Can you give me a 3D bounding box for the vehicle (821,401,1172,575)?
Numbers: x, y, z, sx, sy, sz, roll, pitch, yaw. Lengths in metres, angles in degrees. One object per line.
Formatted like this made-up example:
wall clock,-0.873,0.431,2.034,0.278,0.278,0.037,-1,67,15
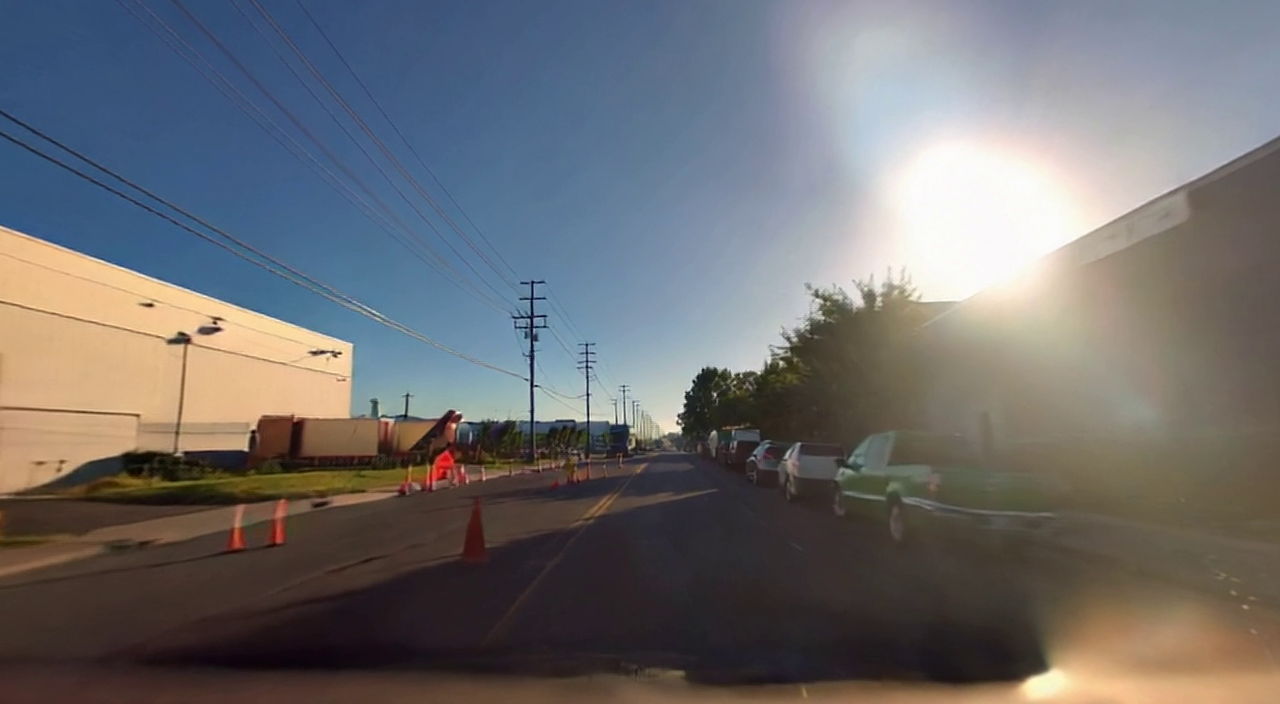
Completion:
vehicle,4.450,1.820,9.276,2.009,1.776,5.440,0,-9,1
